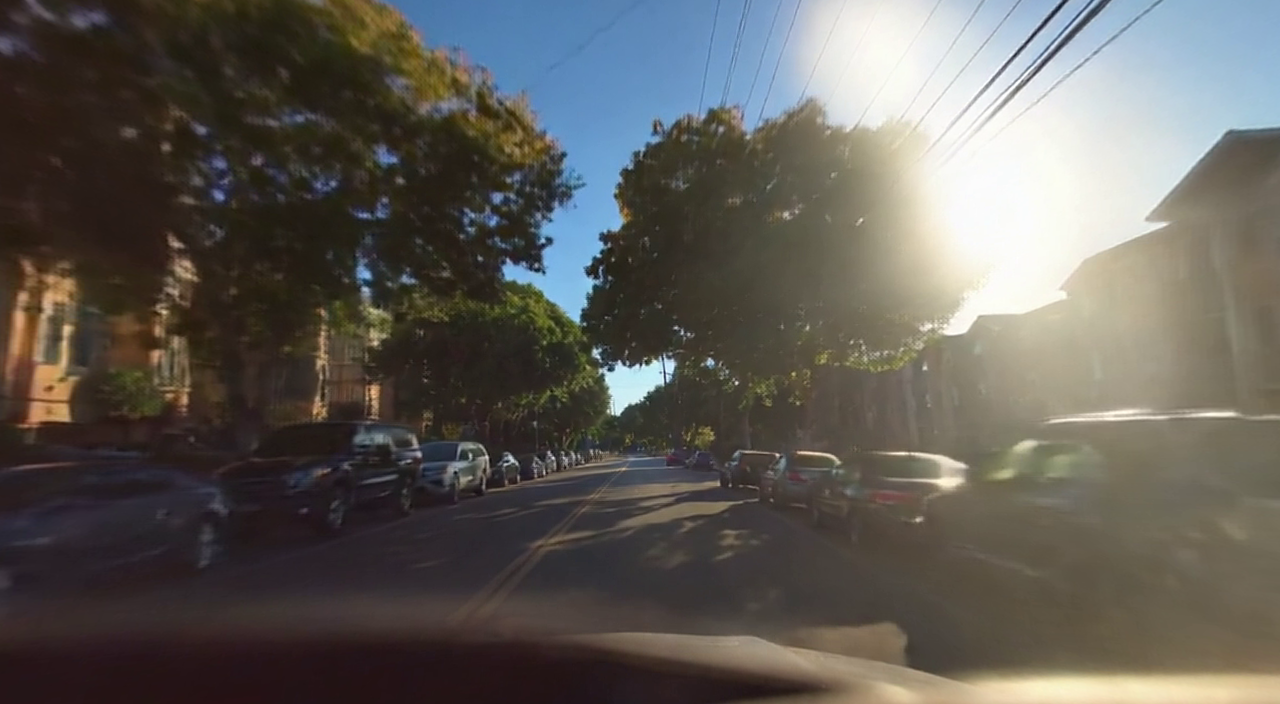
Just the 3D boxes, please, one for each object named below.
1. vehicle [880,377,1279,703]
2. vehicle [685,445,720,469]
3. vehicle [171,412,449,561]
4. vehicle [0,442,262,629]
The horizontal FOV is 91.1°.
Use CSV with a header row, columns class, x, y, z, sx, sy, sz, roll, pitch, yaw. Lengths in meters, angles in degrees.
class,x,y,z,sx,sy,sz,roll,pitch,yaw
vehicle,3.897,1.294,4.986,2.328,1.730,4.225,0,-9,1
vehicle,4.145,7.055,42.235,1.883,1.527,3.828,0,-9,-1
vehicle,-6.090,2.479,12.873,2.376,2.219,6.021,-2,-7,1
vehicle,-6.348,1.817,6.549,2.045,1.526,4.598,-5,-9,-1
